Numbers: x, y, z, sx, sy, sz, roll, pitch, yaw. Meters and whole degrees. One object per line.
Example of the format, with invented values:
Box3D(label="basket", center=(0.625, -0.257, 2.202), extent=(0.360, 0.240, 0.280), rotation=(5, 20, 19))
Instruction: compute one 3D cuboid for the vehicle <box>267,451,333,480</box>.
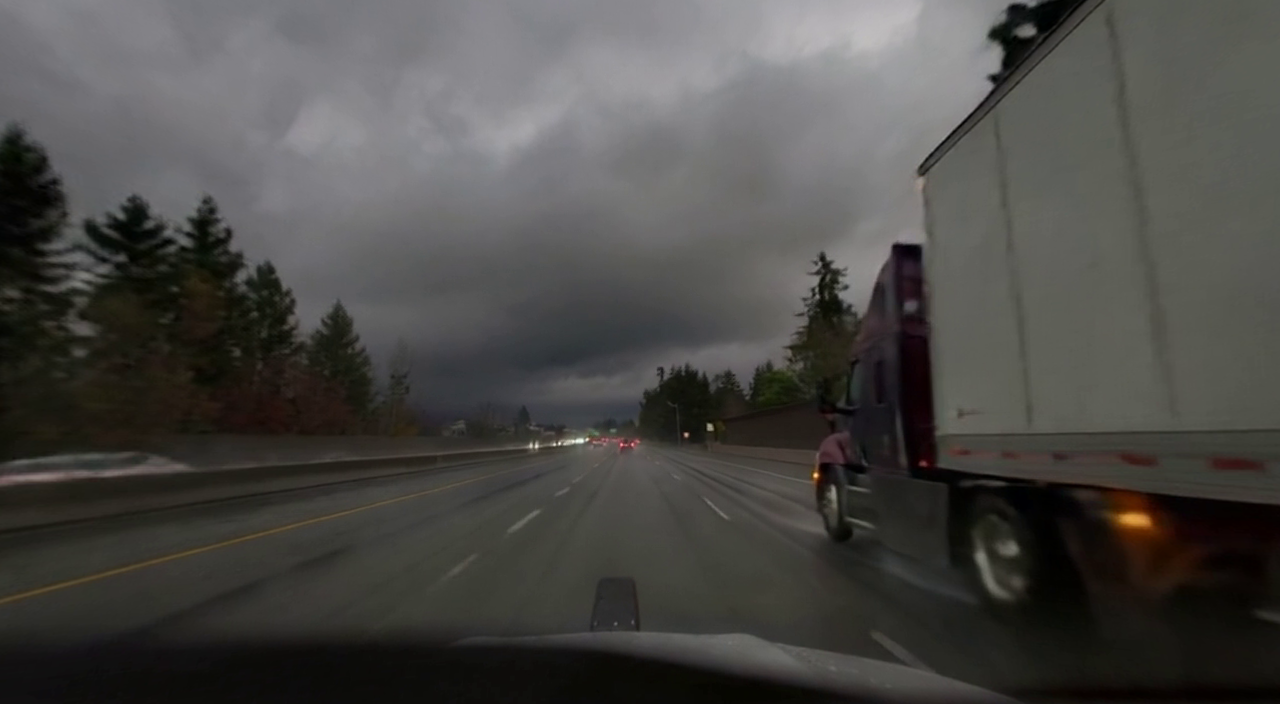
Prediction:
Box3D(label="vehicle", center=(-20.193, 6.716, 37.524), extent=(1.817, 1.546, 3.799), rotation=(-1, -8, -1))

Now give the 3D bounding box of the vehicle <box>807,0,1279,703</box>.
Box3D(label="vehicle", center=(3.949, 0.050, 5.707), extent=(3.055, 4.061, 6.127), rotation=(-1, -8, 0))

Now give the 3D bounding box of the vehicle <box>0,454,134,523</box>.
Box3D(label="vehicle", center=(-15.584, 3.398, 15.972), extent=(1.913, 1.465, 4.331), rotation=(0, -8, -1))
